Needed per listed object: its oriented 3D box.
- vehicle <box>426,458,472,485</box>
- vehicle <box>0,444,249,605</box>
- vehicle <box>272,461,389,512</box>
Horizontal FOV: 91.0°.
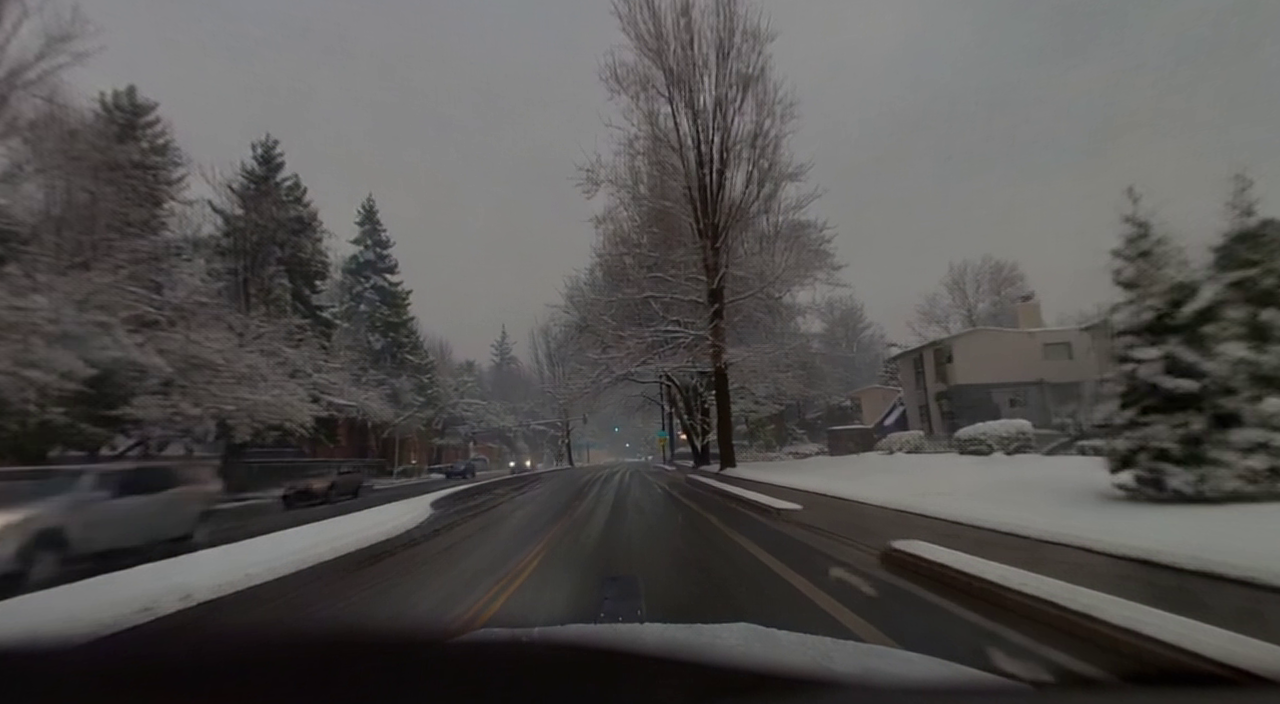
[{"bbox_3d":[-13.550,8.464,44.854,1.979,1.757,4.514,0,-8,-2],"label":"vehicle"},{"bbox_3d":[-8.395,2.307,9.450,2.057,1.805,4.933,0,-8,-3],"label":"vehicle"},{"bbox_3d":[-10.951,4.756,22.663,1.925,1.503,4.411,0,-8,1],"label":"vehicle"}]
